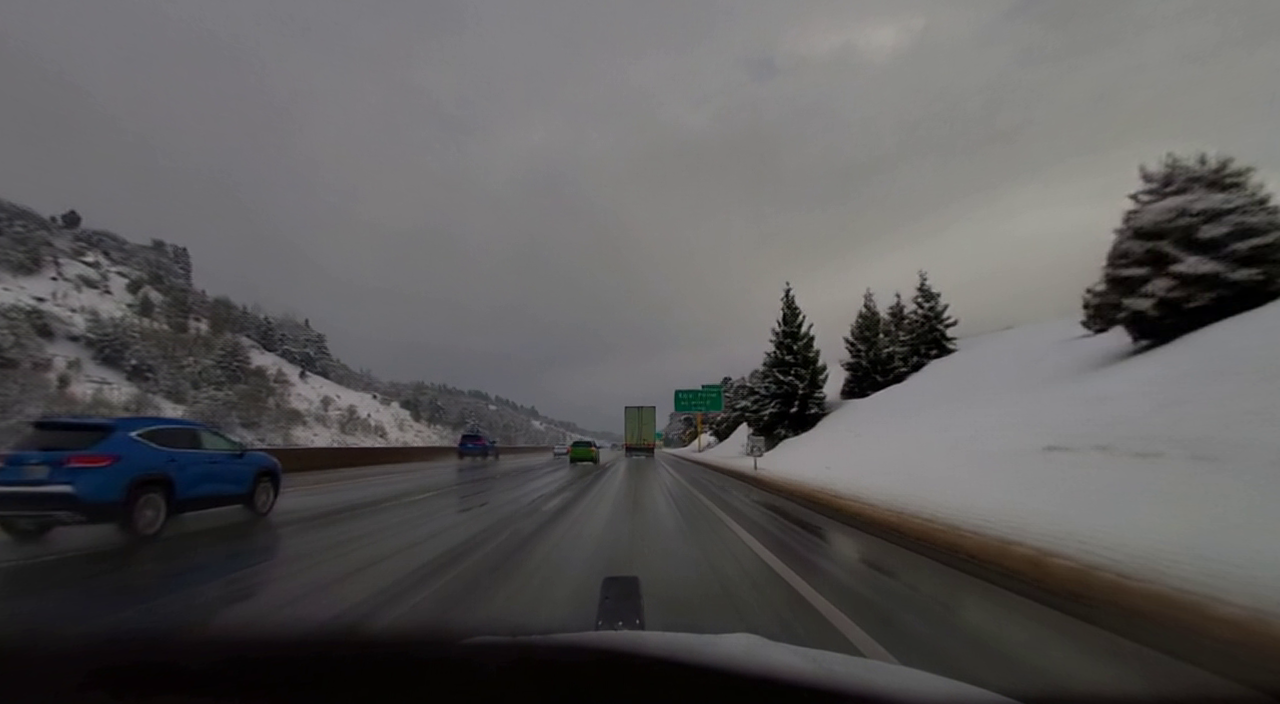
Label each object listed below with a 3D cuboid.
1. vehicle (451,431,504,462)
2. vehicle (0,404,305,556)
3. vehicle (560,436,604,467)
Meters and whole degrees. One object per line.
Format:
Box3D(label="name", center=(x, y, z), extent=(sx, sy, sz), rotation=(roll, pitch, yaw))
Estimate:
Box3D(label="vehicle", center=(-10.815, 6.342, 42.200), extent=(2.111, 1.906, 5.028), rotation=(0, -9, 1))
Box3D(label="vehicle", center=(-7.470, 1.794, 9.529), extent=(2.098, 1.678, 4.822), rotation=(0, -9, 0))
Box3D(label="vehicle", center=(-3.473, 6.059, 38.567), extent=(2.194, 1.725, 4.698), rotation=(0, -9, 1))
